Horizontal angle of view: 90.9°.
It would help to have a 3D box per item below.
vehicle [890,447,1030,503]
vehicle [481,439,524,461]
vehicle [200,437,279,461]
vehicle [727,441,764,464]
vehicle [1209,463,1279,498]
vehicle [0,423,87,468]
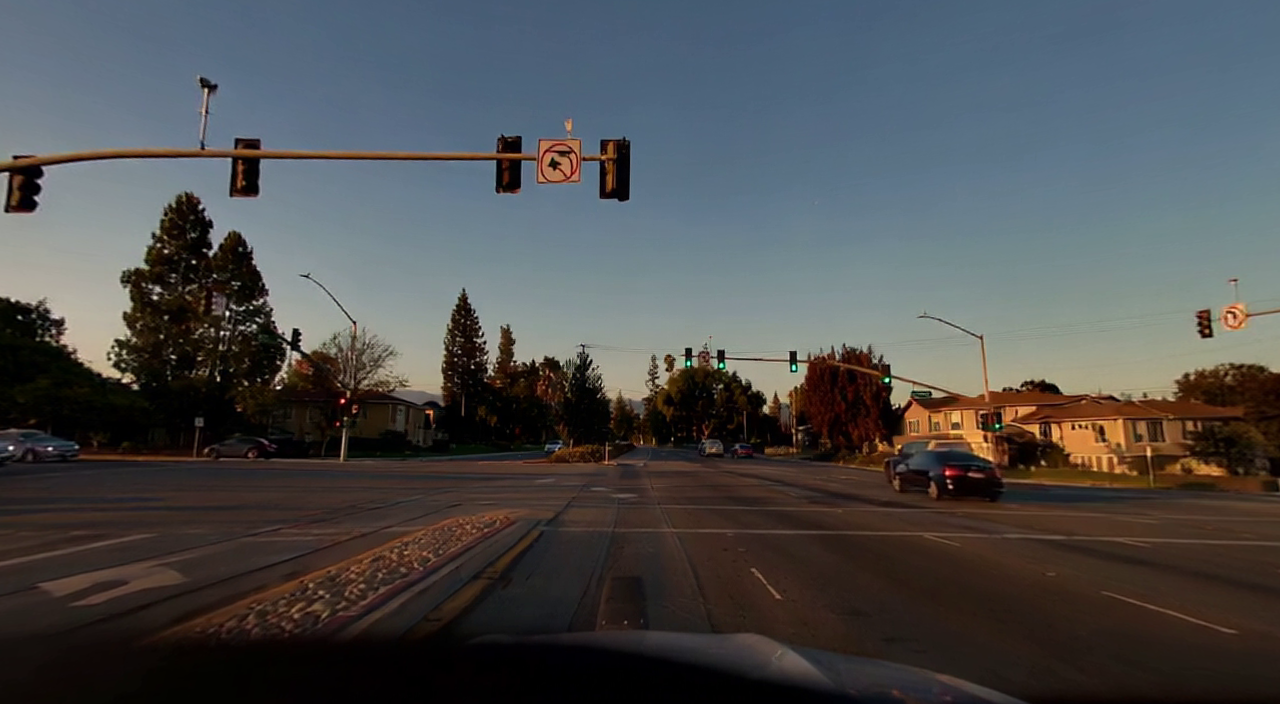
[{"bbox_3d":[9.757,3.752,19.767,1.947,1.481,4.745,0,-8,1],"label":"vehicle"},{"bbox_3d":[-10.073,7.217,46.508,2.039,1.519,4.356,-1,-8,2],"label":"vehicle"},{"bbox_3d":[-27.436,6.638,43.257,1.917,1.543,4.027,-6,-11,36],"label":"vehicle"},{"bbox_3d":[7.596,7.296,45.703,1.962,1.568,4.430,0,-8,1],"label":"vehicle"},{"bbox_3d":[28.801,5.791,28.575,4.082,1.465,2.004,0,-8,-2],"label":"vehicle"},{"bbox_3d":[-27.017,3.968,26.791,4.911,1.801,2.129,0,-8,0],"label":"vehicle"}]
